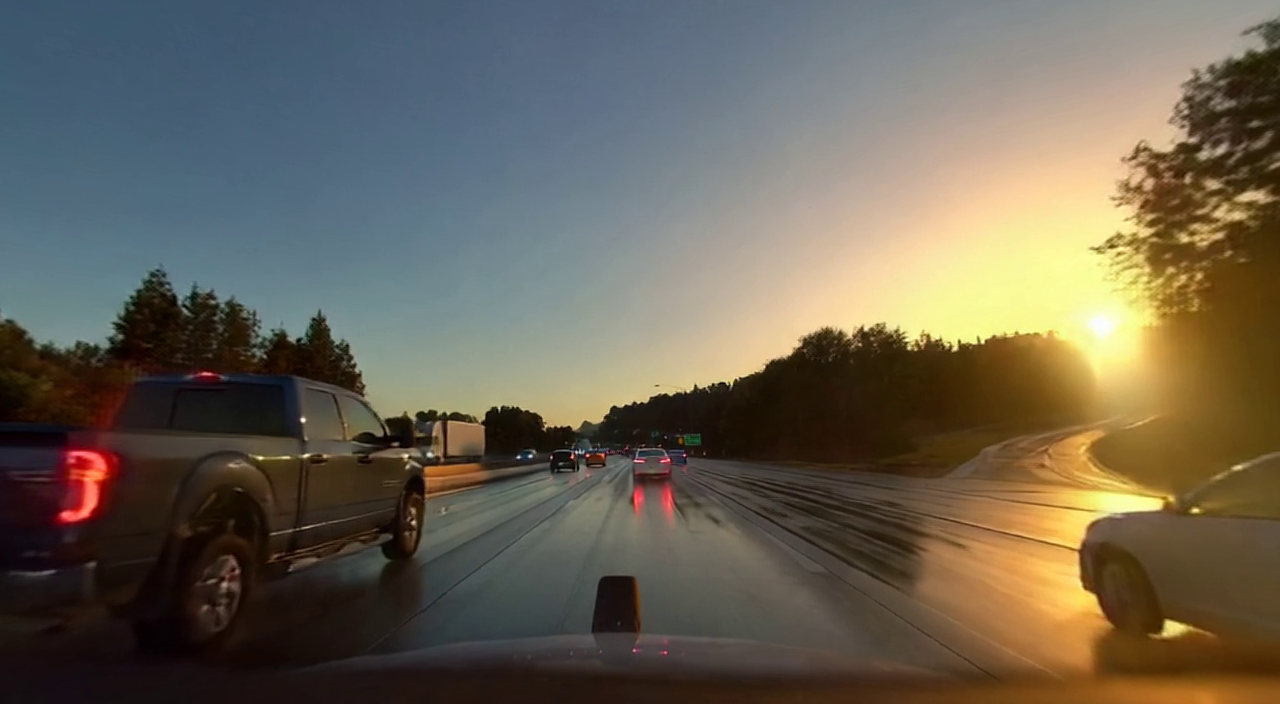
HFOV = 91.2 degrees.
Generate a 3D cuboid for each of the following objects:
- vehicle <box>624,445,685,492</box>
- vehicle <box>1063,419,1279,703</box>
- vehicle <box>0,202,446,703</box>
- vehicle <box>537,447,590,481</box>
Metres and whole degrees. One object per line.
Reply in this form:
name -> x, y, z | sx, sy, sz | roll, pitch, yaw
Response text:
vehicle -> 0.460, 4.168, 22.816 | 2.015, 1.526, 4.286 | 0, -9, -1
vehicle -> 4.239, 1.018, 2.717 | 1.961, 1.491, 4.035 | 0, -9, 0
vehicle -> -3.986, 0.984, 5.703 | 2.523, 2.458, 6.022 | 0, -9, 0
vehicle -> -3.583, 5.337, 30.183 | 1.940, 1.502, 4.463 | 0, -9, 0
